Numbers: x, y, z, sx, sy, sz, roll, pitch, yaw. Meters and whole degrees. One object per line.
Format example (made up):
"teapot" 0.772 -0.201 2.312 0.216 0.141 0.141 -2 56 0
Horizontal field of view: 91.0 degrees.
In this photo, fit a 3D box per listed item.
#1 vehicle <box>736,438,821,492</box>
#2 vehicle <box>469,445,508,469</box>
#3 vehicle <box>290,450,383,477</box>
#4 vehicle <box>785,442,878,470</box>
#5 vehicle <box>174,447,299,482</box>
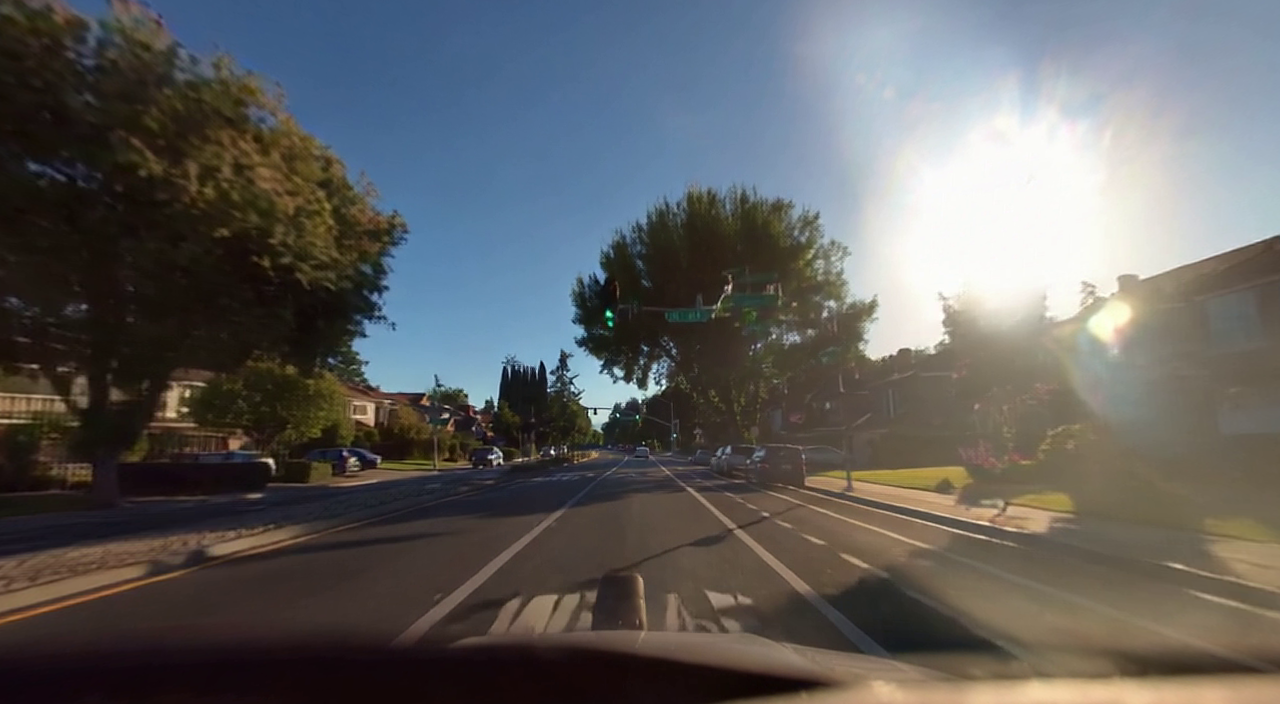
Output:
"vehicle" 5.264 4.338 24.536 2.164 1.729 4.488 4 -9 -1
"vehicle" -11.914 8.300 49.883 2.061 1.760 4.569 -1 -10 -1
"vehicle" -17.634 6.494 36.731 4.349 1.457 1.997 0 -9 -1
"vehicle" 11.237 6.133 37.215 4.875 1.609 1.954 0 -9 1
"vehicle" -18.158 5.058 28.460 4.355 1.482 1.794 0 -9 0
